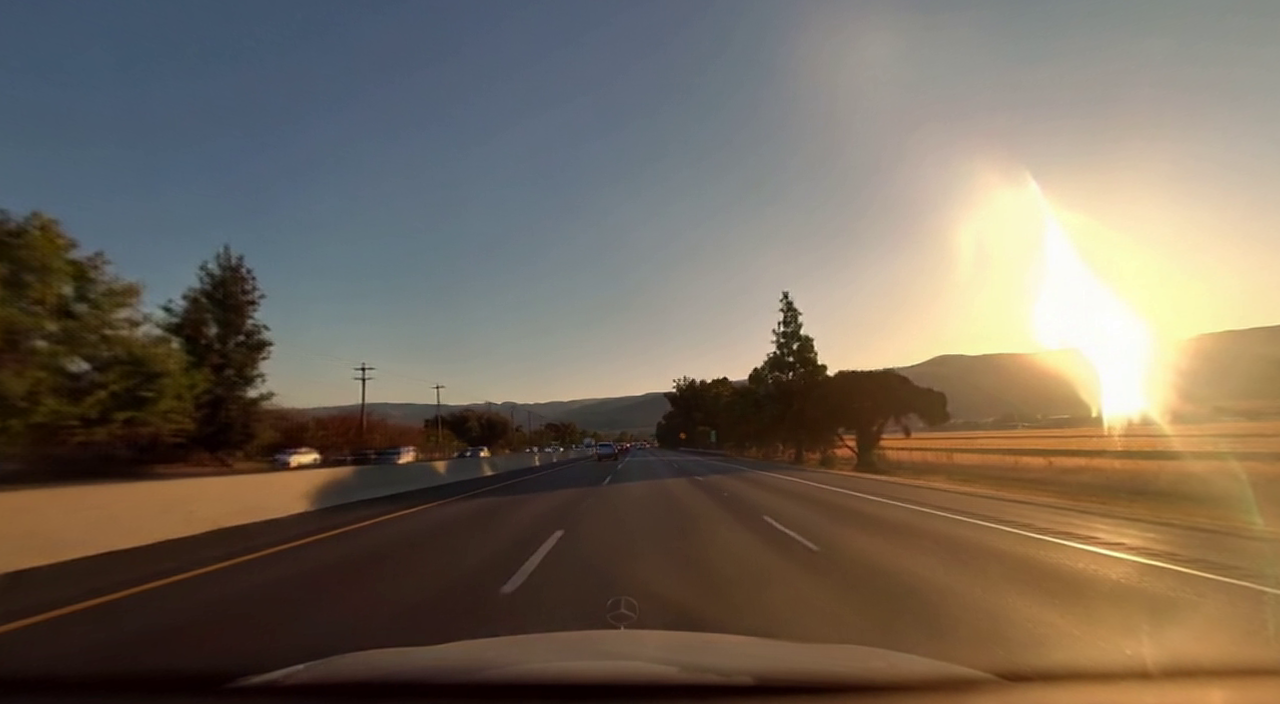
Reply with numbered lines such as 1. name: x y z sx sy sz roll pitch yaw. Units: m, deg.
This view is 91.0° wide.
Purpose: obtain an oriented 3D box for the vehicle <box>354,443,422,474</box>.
1. vehicle: -16.296 6.896 41.066 2.103 1.793 5.213 -3 -8 2
